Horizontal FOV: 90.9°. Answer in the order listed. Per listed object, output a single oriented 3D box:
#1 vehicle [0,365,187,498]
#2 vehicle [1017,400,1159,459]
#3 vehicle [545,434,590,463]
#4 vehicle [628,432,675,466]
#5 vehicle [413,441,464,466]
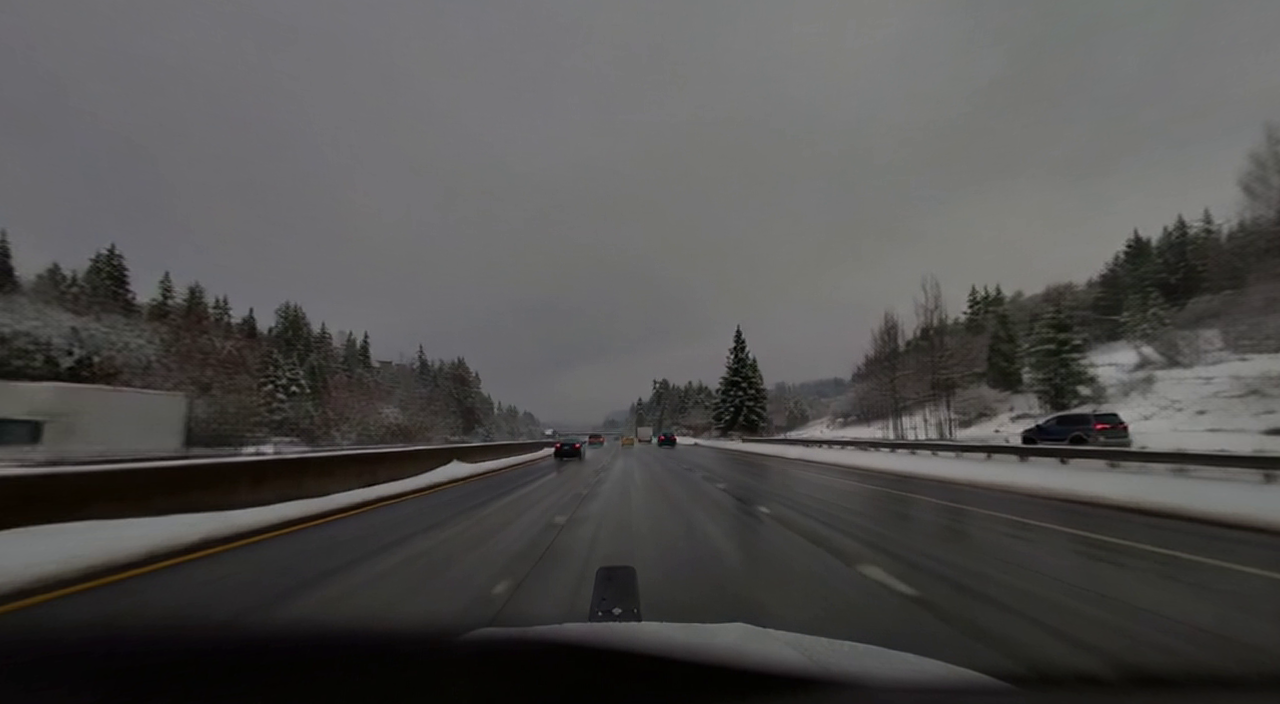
[{"bbox_3d":[-20.243,2.788,21.412,2.950,3.849,9.280,-2,-8,-1],"label":"vehicle"},{"bbox_3d":[21.041,3.750,30.096,2.232,2.540,6.015,0,-8,-1],"label":"vehicle"},{"bbox_3d":[-3.952,5.357,35.086,2.014,1.471,4.380,0,-8,-1],"label":"vehicle"},{"bbox_3d":[0.494,4.732,31.000,2.086,1.554,3.875,0,-8,-2],"label":"vehicle"},{"bbox_3d":[-12.487,6.305,39.403,1.816,1.452,4.204,0,-8,0],"label":"vehicle"}]
